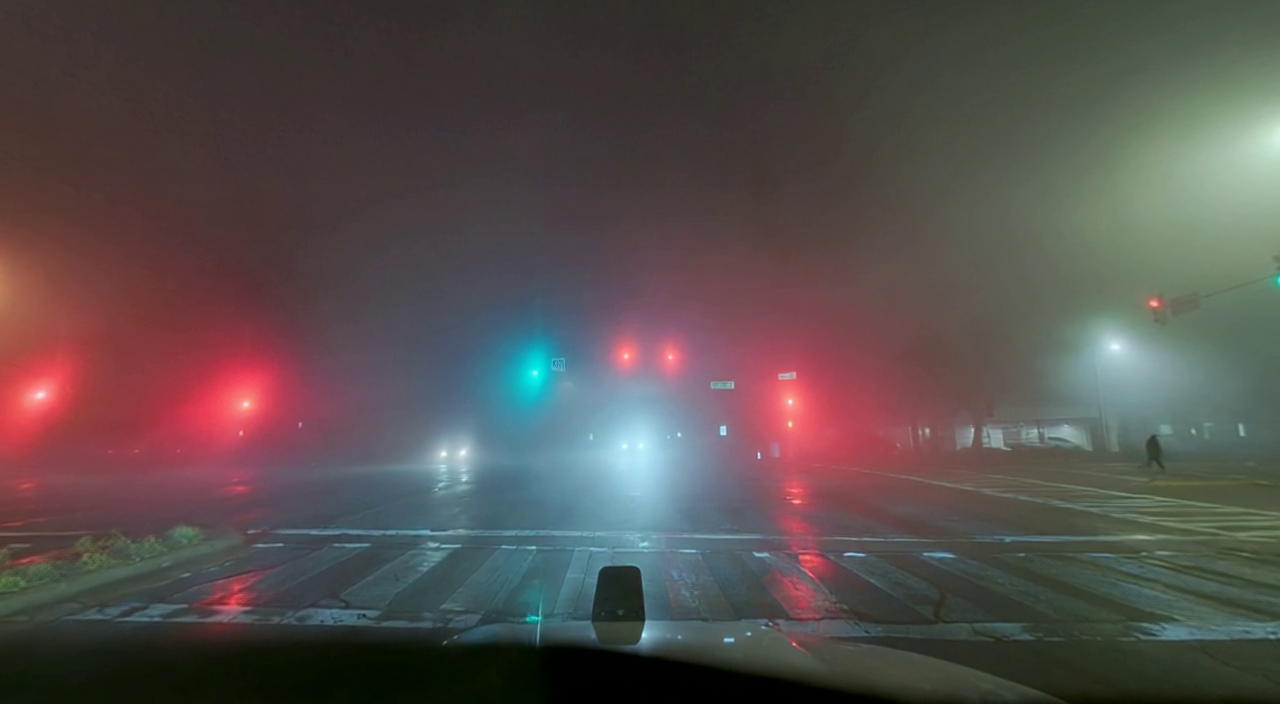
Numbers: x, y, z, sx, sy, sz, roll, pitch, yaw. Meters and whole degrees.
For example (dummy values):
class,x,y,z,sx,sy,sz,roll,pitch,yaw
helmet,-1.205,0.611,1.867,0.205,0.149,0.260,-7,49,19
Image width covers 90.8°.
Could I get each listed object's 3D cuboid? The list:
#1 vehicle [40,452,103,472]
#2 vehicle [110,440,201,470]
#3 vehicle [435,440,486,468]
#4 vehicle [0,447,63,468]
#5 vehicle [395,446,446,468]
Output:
class,x,y,z,sx,sy,sz,roll,pitch,yaw
vehicle,-41.579,8.027,46.285,1.552,1.339,3.340,-2,-9,-1
vehicle,-34.905,7.415,45.746,2.204,1.955,5.518,0,-8,0
vehicle,-11.957,6.785,42.329,2.080,1.763,4.341,0,-8,0
vehicle,-45.263,7.757,46.597,1.858,1.467,3.624,0,-8,0
vehicle,-15.504,7.442,44.794,2.056,1.450,4.343,0,-8,0
